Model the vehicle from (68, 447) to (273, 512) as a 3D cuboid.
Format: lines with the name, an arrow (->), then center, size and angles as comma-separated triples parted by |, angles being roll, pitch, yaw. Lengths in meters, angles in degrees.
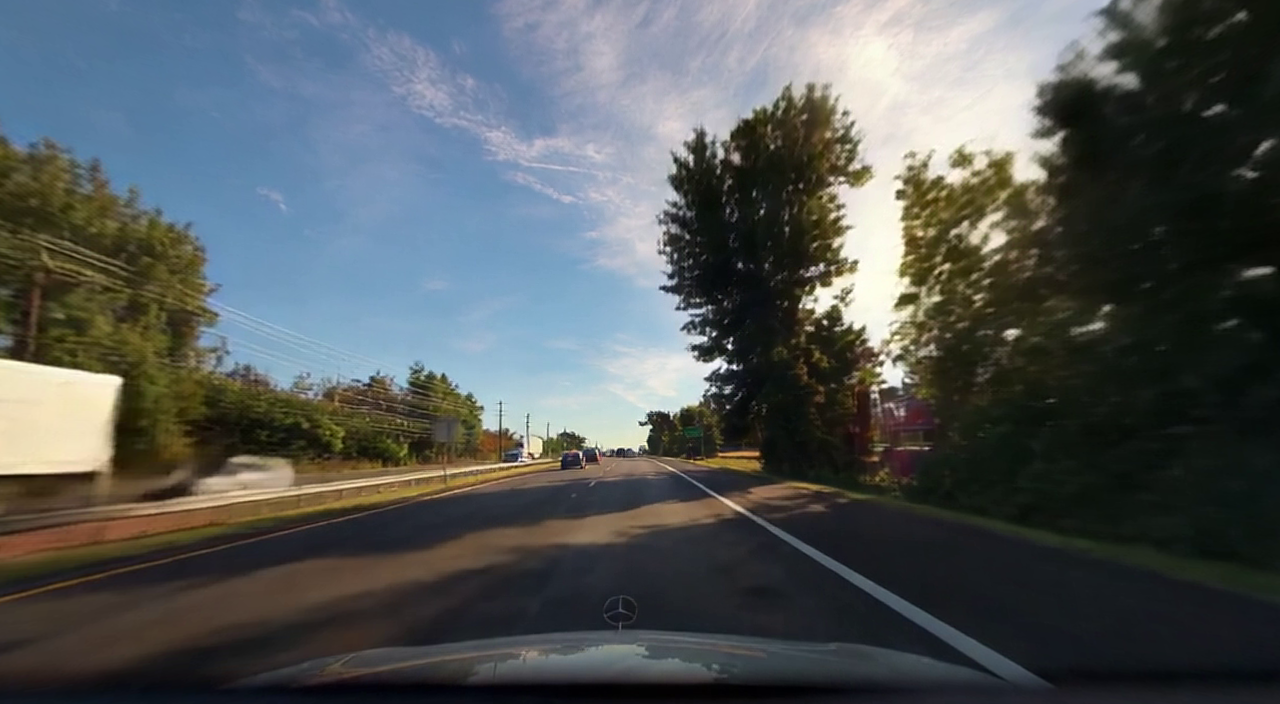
vehicle -> -12.236, 3.327, 16.803 | 2.162, 1.491, 4.265 | 0, -9, 0

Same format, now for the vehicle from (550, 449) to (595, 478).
vehicle -> -3.765, 6.309, 35.695 | 2.123, 1.545, 4.404 | 0, -9, 0

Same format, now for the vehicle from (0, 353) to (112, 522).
vehicle -> -17.064, 1.464, 11.344 | 3.067, 4.053, 13.781 | 0, -9, 0
